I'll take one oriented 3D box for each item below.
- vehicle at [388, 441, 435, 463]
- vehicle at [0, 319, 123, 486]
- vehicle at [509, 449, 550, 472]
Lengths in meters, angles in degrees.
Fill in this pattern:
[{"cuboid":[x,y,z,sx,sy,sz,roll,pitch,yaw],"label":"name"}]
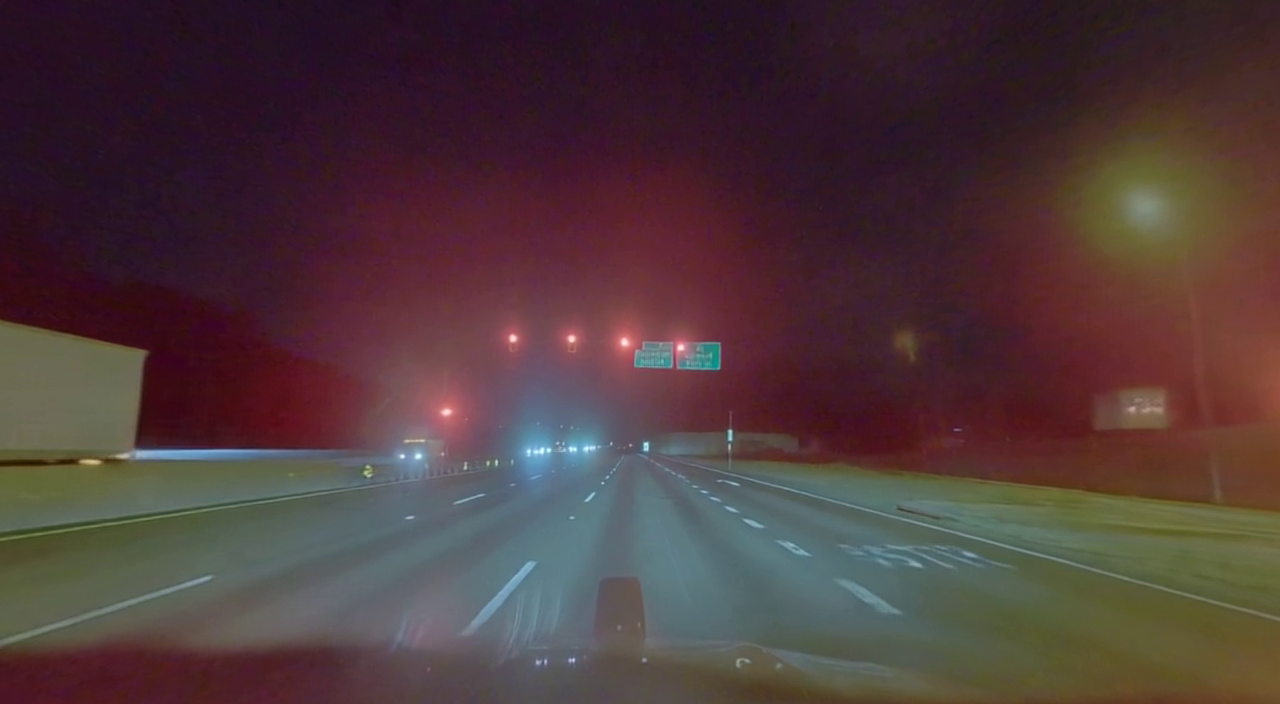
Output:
[{"cuboid":[-17.021,7.448,47.193,1.934,1.523,4.545,0,-8,-1],"label":"vehicle"},{"cuboid":[-16.033,1.001,13.365,2.871,3.750,8.499,0,-9,-1],"label":"vehicle"},{"cuboid":[-7.188,7.085,41.437,2.012,1.456,4.309,0,-9,-1],"label":"vehicle"}]
